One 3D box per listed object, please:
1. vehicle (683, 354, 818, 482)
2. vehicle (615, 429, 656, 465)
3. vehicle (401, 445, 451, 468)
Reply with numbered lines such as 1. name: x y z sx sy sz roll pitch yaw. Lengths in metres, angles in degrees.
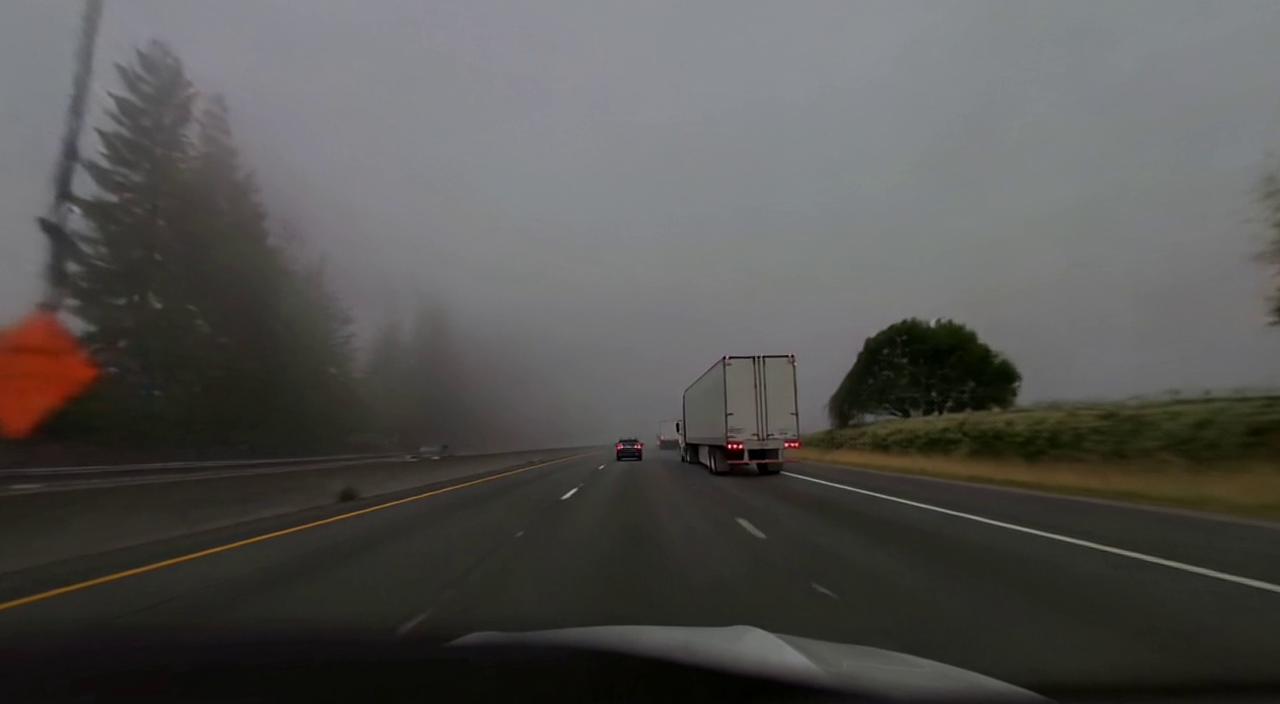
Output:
1. vehicle: 4.064 3.143 27.631 3.005 4.121 14.417 0 -8 -1
2. vehicle: -0.281 5.527 36.580 2.211 1.933 4.315 0 -8 -1
3. vehicle: -15.167 7.456 44.968 2.039 1.495 4.750 0 -8 -2
